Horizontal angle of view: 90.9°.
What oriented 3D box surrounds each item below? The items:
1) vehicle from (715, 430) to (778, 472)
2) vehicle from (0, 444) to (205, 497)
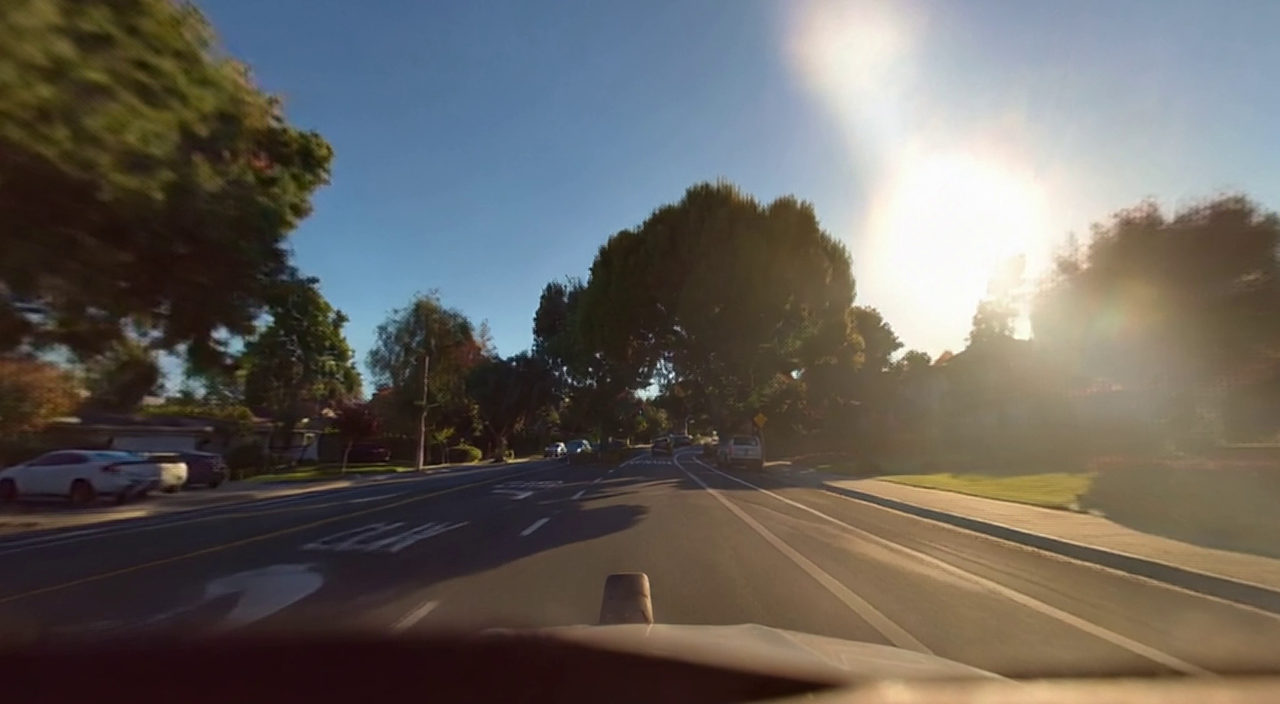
[{"bbox_3d":[5.130,4.854,31.132,2.233,1.887,5.347,0,-8,0],"label":"vehicle"},{"bbox_3d":[-18.376,3.981,21.394,5.419,1.649,2.396,0,-8,1],"label":"vehicle"}]
